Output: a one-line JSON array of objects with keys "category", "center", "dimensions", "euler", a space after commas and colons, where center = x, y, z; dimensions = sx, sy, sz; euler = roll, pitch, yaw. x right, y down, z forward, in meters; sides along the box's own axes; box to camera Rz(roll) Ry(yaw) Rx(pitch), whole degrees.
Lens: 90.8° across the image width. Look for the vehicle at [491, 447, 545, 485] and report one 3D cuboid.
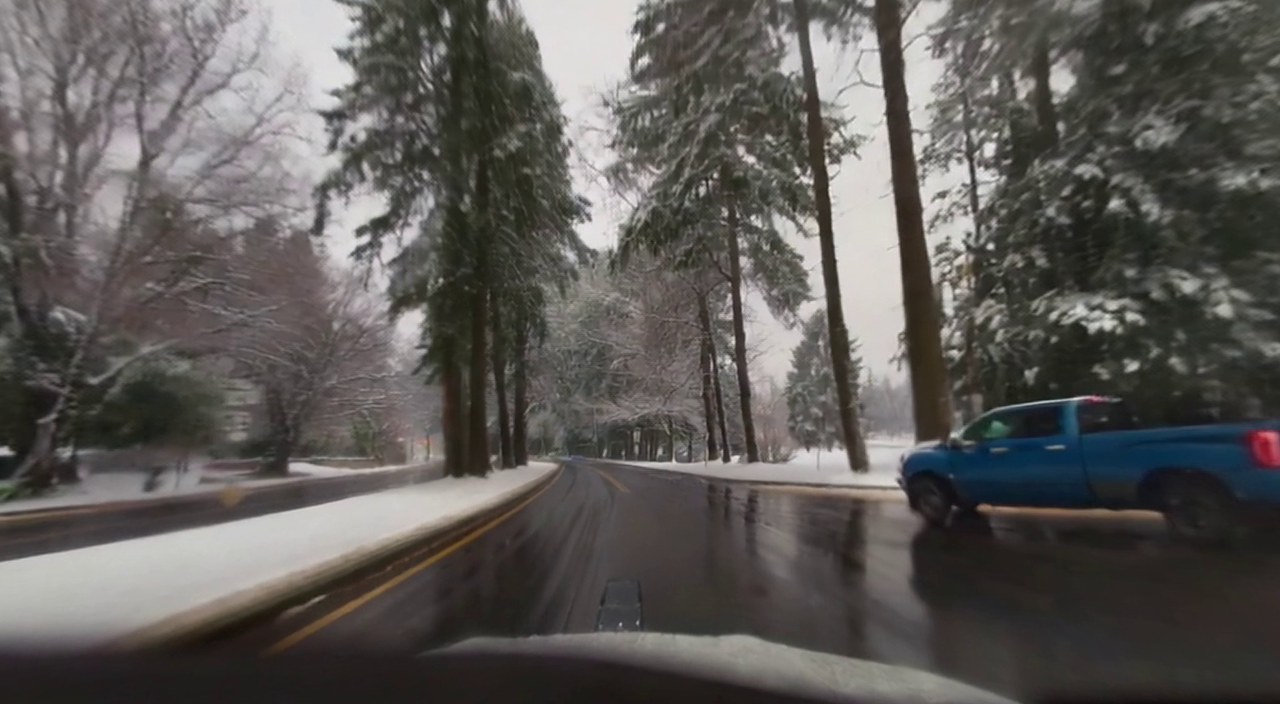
[{"category": "vehicle", "center": [-6.551, 6.194, 34.614], "dimensions": [2.267, 1.849, 6.402], "euler": [1, -9, -5]}]
